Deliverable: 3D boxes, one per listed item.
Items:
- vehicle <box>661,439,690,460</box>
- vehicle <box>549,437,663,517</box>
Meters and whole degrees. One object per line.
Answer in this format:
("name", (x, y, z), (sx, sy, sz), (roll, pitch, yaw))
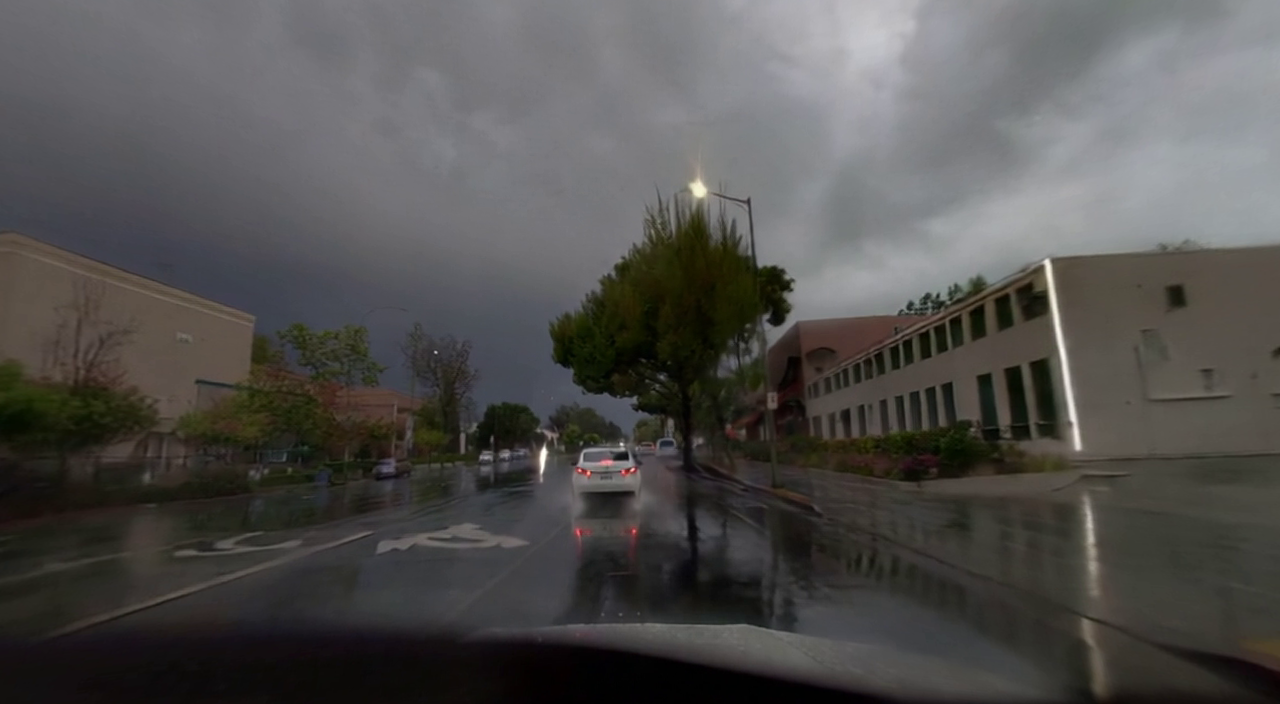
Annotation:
("vehicle", (2.594, 7.266, 46.999), (1.972, 1.484, 3.974), (0, -9, 0))
("vehicle", (-0.752, 2.669, 14.054), (2.116, 1.479, 4.358), (0, -9, -3))
